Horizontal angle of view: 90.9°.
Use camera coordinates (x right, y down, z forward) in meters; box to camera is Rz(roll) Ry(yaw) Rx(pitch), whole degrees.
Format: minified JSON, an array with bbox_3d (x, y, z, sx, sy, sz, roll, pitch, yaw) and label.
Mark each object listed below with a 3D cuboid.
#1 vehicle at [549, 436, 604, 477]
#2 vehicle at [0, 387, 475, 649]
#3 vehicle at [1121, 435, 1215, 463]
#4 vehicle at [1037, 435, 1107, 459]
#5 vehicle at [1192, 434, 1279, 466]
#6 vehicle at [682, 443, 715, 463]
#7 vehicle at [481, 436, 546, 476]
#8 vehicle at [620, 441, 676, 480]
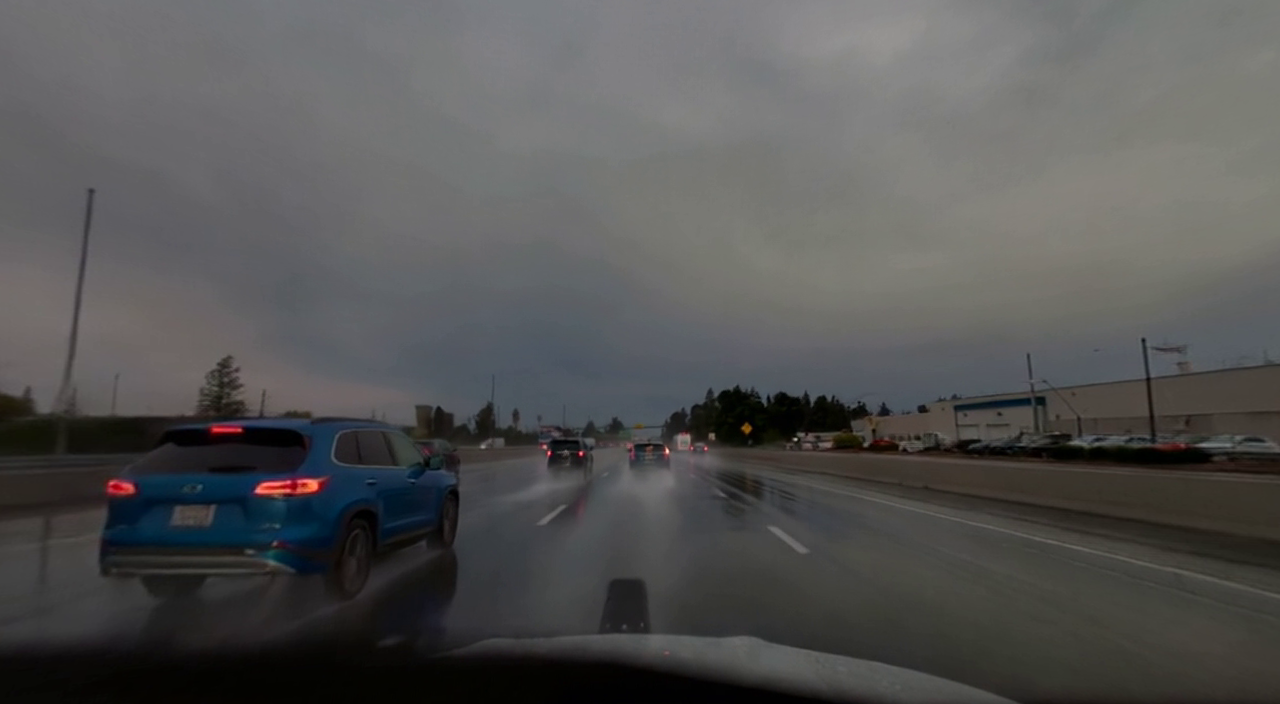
[{"bbox_3d":[-2.845,4.806,29.234,2.007,1.730,4.412,0,-8,1],"label":"vehicle"},{"bbox_3d":[-3.290,1.399,6.388,1.961,1.687,4.453,0,-8,1],"label":"vehicle"},{"bbox_3d":[30.104,5.541,36.144,1.749,1.454,4.210,0,-8,0],"label":"vehicle"},{"bbox_3d":[30.402,6.694,44.540,1.843,1.626,4.378,0,-8,1],"label":"vehicle"},{"bbox_3d":[30.021,4.824,31.217,1.743,1.467,4.058,0,-8,2],"label":"vehicle"},{"bbox_3d":[4.412,7.668,48.051,1.980,1.492,4.442,0,-8,-1],"label":"vehicle"},{"bbox_3d":[-6.129,5.097,31.182,2.125,1.804,4.864,0,-8,1],"label":"vehicle"},{"bbox_3d":[0.324,4.382,25.781,2.090,1.474,3.970,0,-8,0],"label":"vehicle"}]
